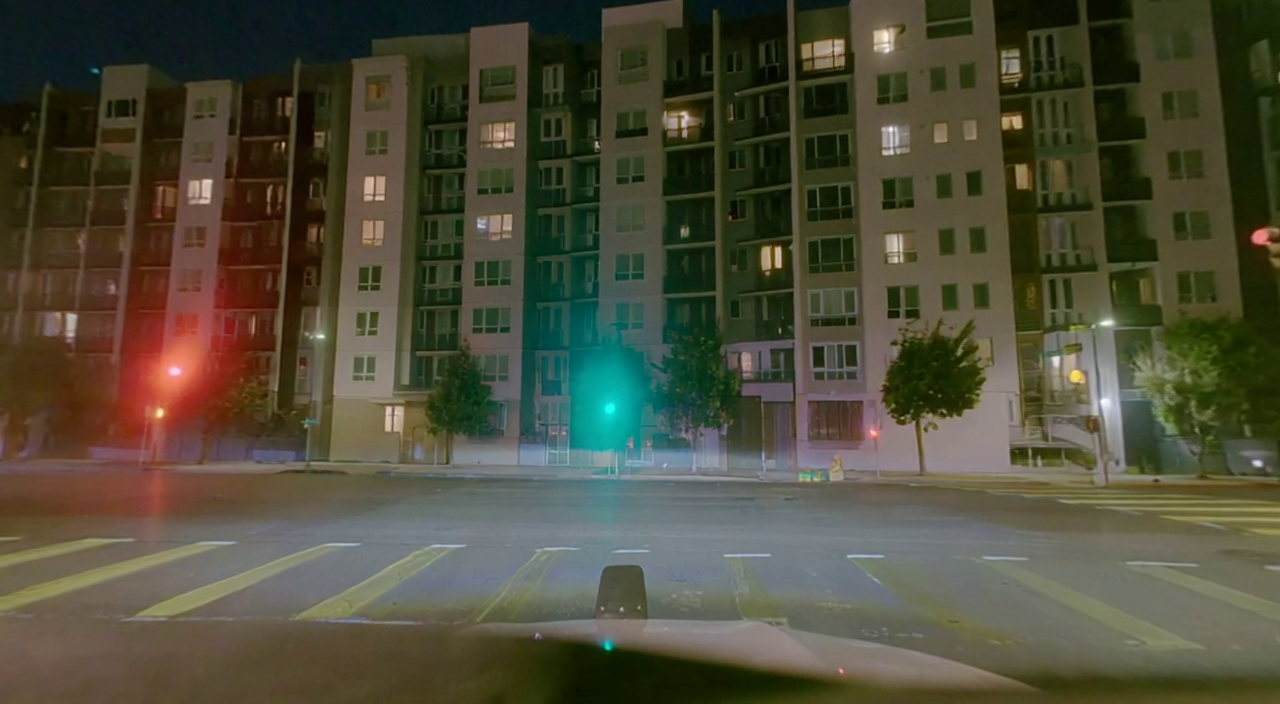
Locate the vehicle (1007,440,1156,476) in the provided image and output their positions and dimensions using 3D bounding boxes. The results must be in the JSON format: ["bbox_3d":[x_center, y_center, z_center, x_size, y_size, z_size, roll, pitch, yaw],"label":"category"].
[{"bbox_3d":[18.580,4.463,26.687,4.823,1.458,1.914,0,-9,-1],"label":"vehicle"}]
